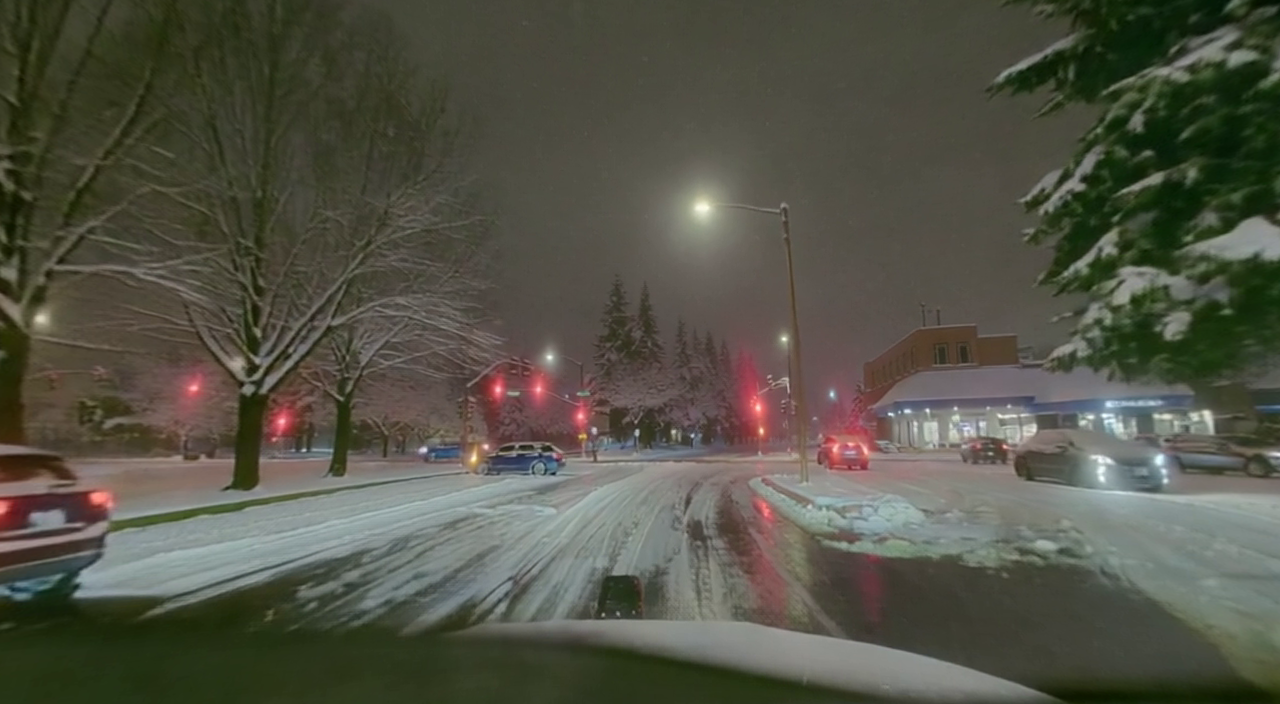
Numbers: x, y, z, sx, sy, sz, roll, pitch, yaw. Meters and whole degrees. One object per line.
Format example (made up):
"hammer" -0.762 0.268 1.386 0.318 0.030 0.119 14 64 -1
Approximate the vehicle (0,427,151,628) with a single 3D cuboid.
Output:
"vehicle" -6.950 1.378 5.174 4.376 1.476 1.791 0 -8 1

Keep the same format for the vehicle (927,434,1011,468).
"vehicle" 15.451 4.673 29.949 1.951 1.491 4.359 -1 -8 5

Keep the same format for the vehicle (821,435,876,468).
"vehicle" 10.350 4.930 31.684 2.061 1.519 4.794 -2 -8 12

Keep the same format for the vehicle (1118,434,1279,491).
"vehicle" 15.506 3.035 17.661 1.936 1.391 3.874 -2 -9 14

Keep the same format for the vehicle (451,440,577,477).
"vehicle" -5.304 4.517 26.922 4.792 1.468 2.116 -2 -9 12

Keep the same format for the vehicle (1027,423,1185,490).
"vehicle" 13.108 2.964 18.190 1.921 1.657 4.400 -2 -9 12
